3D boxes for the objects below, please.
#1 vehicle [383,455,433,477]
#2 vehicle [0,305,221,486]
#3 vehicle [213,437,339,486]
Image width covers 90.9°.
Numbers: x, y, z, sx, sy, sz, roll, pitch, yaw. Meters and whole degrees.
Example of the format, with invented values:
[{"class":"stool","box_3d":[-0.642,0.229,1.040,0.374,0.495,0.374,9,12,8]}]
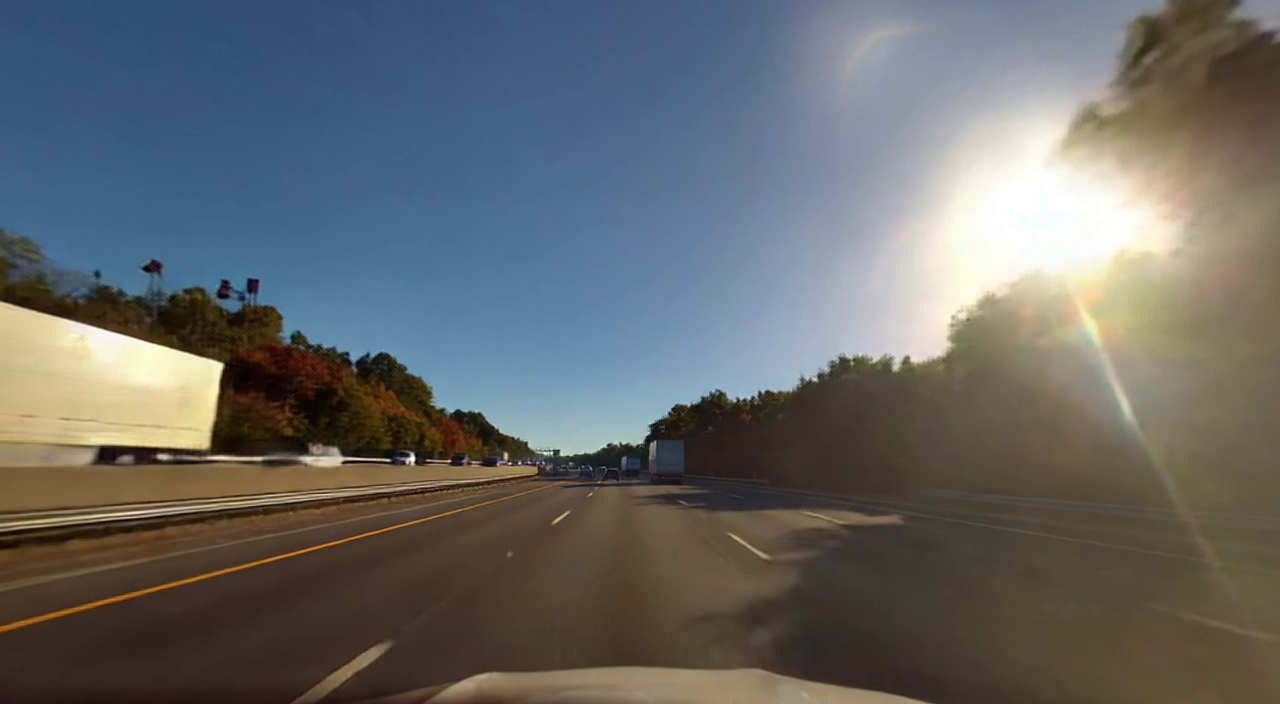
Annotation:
[{"class":"vehicle","box_3d":[-16.647,8.246,45.461,1.914,1.484,4.634,1,-11,-2]},{"class":"vehicle","box_3d":[-15.920,1.036,14.611,2.843,4.003,14.134,1,-11,-1]},{"class":"vehicle","box_3d":[-11.874,3.659,20.910,1.850,1.440,3.928,1,-11,-1]}]
